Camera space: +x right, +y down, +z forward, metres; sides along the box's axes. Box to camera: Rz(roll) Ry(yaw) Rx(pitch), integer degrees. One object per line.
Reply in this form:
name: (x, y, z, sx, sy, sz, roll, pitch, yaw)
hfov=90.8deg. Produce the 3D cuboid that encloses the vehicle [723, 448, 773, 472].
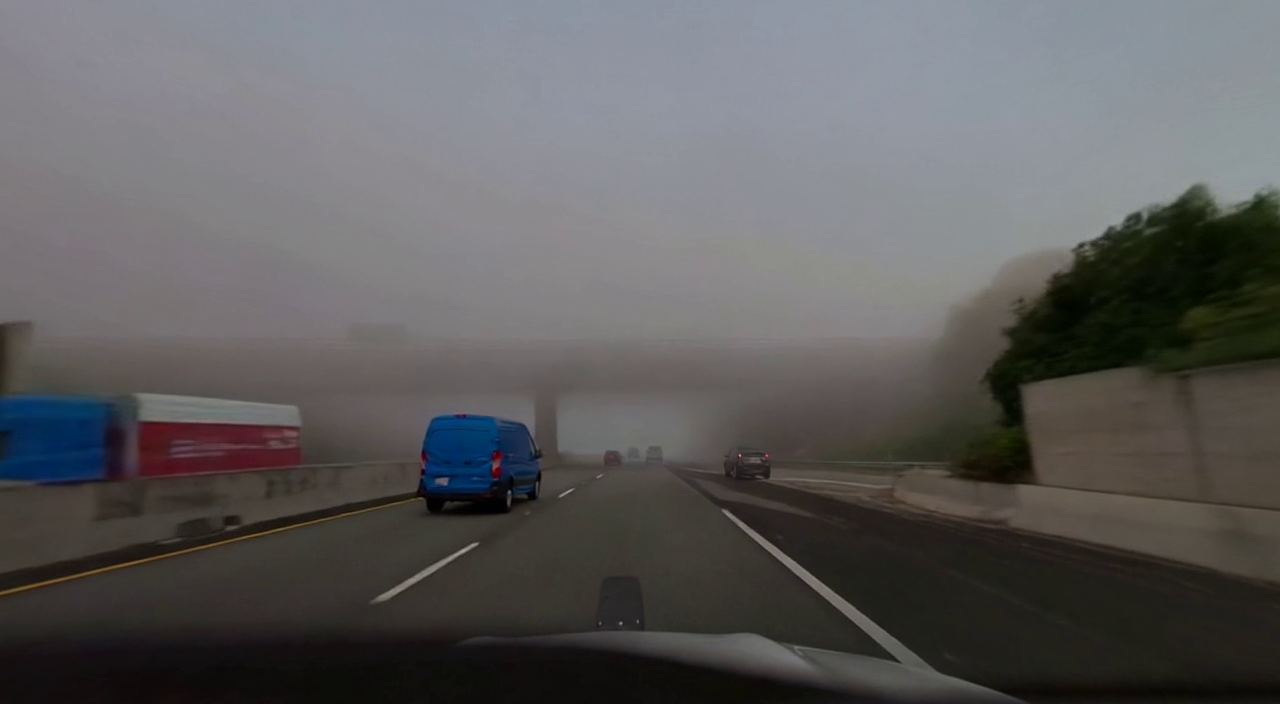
vehicle: (7.253, 7.275, 42.875, 1.972, 1.492, 4.623, 1, -9, -8)

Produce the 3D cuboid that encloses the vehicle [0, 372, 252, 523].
vehicle: (-16.979, 2.992, 19.804, 3.030, 3.624, 10.094, 0, -9, 1)

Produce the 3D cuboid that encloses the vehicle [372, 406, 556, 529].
vehicle: (-3.261, 2.299, 13.086, 2.310, 2.030, 5.094, 0, -8, 0)
